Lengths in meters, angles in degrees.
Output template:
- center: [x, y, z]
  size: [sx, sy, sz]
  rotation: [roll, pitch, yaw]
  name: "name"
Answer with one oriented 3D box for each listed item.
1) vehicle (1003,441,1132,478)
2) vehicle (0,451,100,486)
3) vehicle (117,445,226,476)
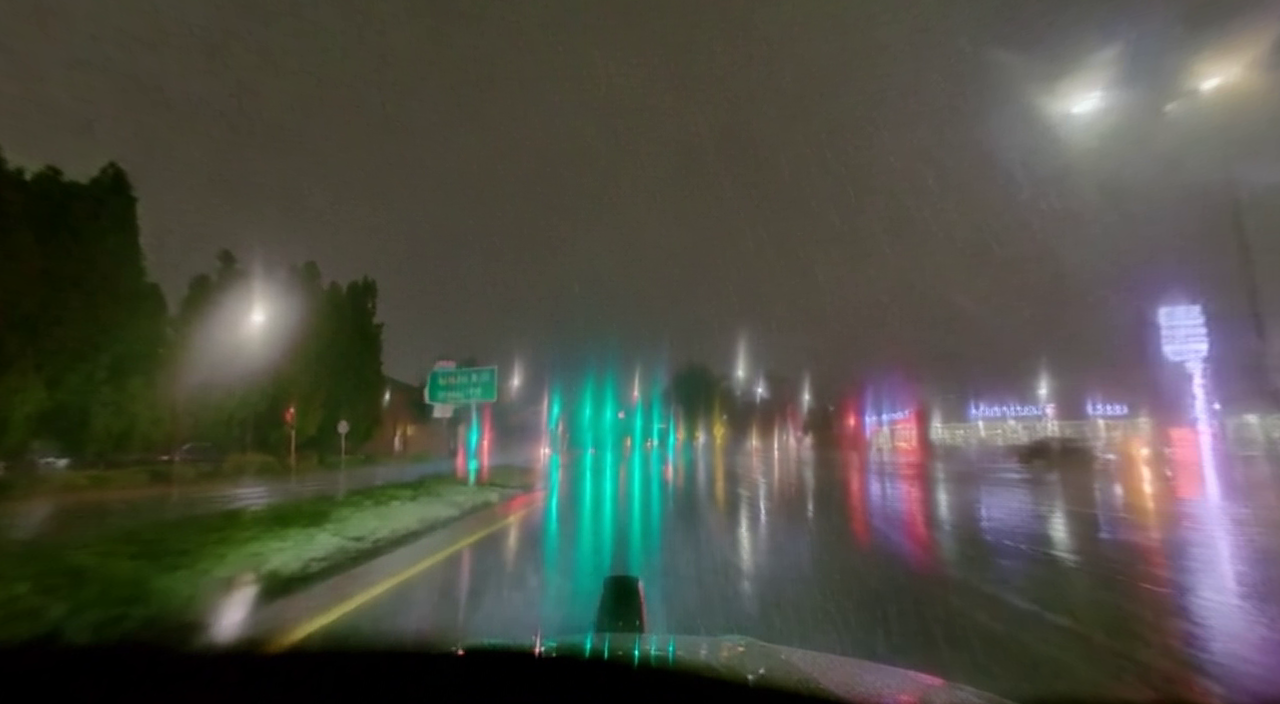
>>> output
- center: [19.535, 4.891, 29.094]
  size: [1.869, 1.481, 4.459]
  rotation: [1, -8, -25]
  name: "vehicle"
- center: [-26.969, 5.154, 28.167]
  size: [3.976, 1.436, 1.900]
  rotation: [4, -9, -27]
  name: "vehicle"
- center: [-27.184, 6.280, 36.894]
  size: [4.731, 1.677, 1.999]
  rotation: [5, -9, -28]
  name: "vehicle"
